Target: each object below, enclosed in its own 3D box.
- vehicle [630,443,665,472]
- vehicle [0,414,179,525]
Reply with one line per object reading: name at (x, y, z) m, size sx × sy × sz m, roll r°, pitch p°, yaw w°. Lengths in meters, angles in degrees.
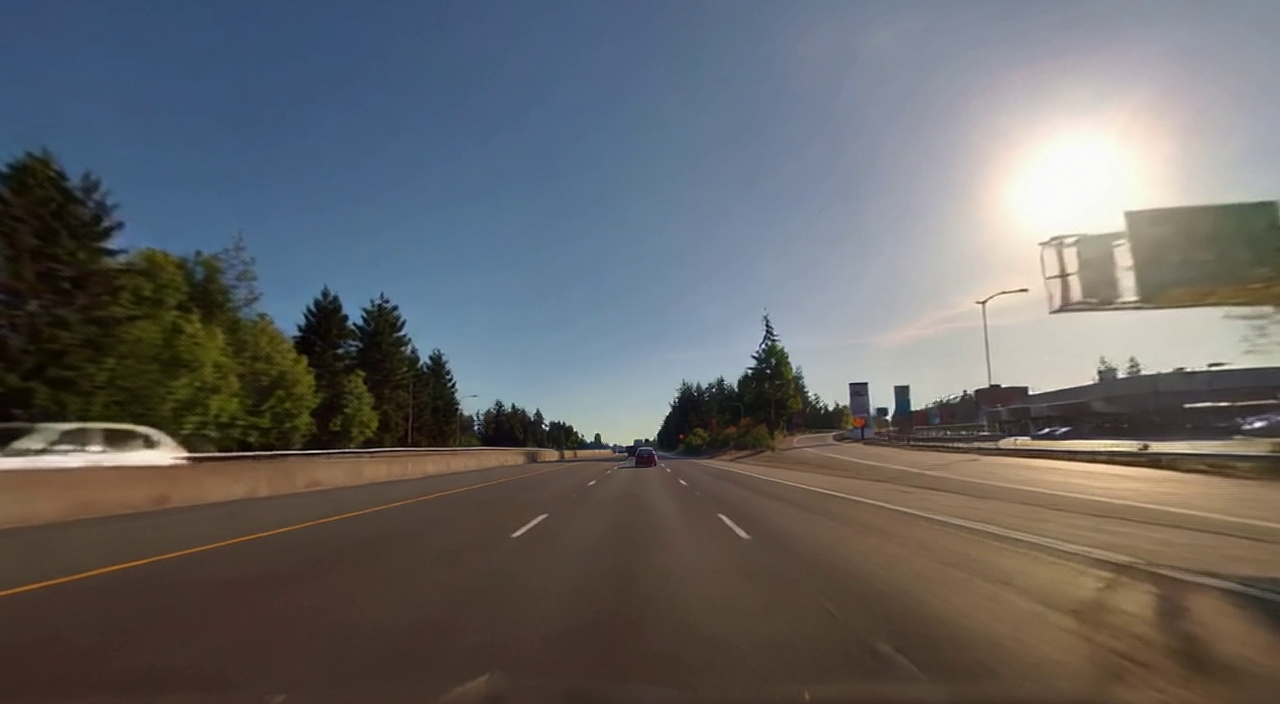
vehicle at (0.477, 6.622, 39.784) m, size 2.087 × 1.682 × 4.388 m, roll 0°, pitch -9°, yaw 0°
vehicle at (-12.445, 2.398, 13.142) m, size 2.102 × 1.955 × 4.656 m, roll 0°, pitch -9°, yaw 0°
